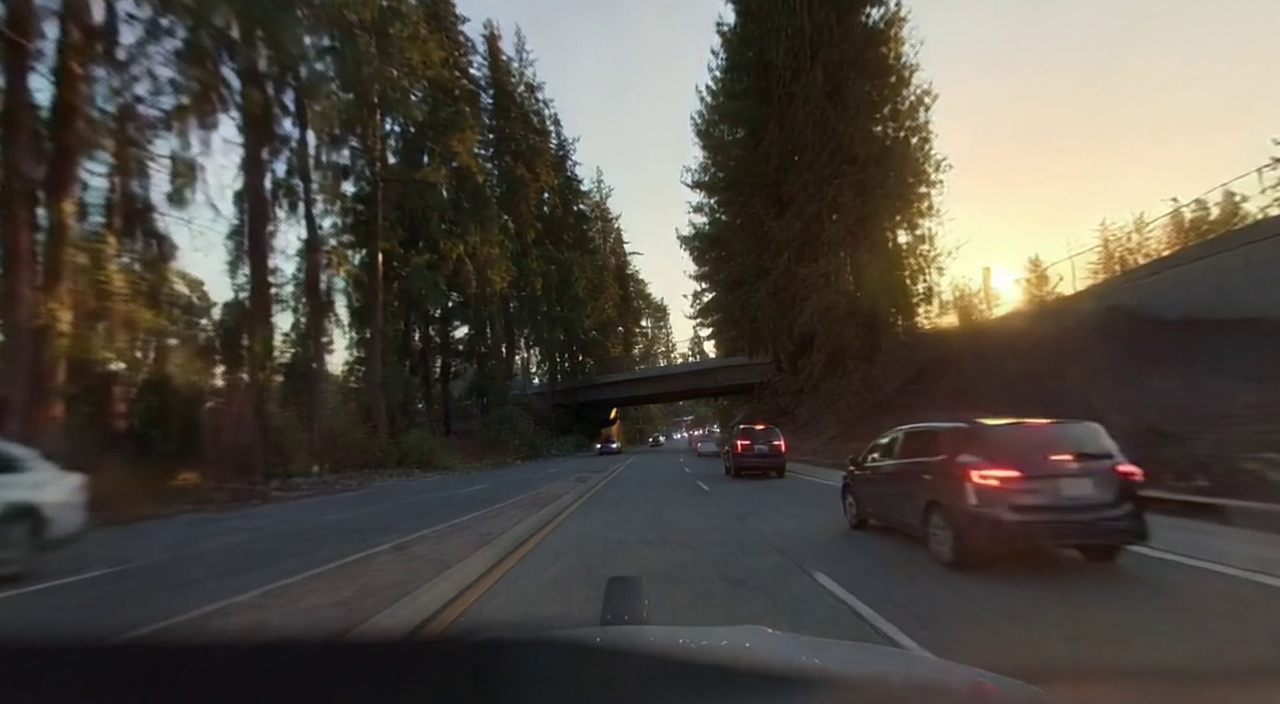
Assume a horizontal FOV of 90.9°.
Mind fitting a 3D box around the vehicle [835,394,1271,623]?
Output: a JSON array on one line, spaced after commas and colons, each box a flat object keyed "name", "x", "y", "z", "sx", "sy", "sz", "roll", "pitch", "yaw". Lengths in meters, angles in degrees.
[{"name": "vehicle", "x": 3.782, "y": 1.494, "z": 6.949, "sx": 1.938, "sy": 1.710, "sz": 4.249, "roll": 0, "pitch": -8, "yaw": 1}]

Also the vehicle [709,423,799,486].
[{"name": "vehicle", "x": 3.866, "y": 3.585, "z": 22.318, "sx": 2.273, "sy": 1.944, "sz": 4.866, "roll": 0, "pitch": -8, "yaw": 0}]

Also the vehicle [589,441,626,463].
[{"name": "vehicle", "x": -2.297, "y": 7.267, "z": 46.070, "sx": 2.009, "sy": 1.527, "sz": 4.119, "roll": -1, "pitch": -8, "yaw": 7}]

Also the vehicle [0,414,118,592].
[{"name": "vehicle", "x": -7.951, "y": 1.458, "z": 5.693, "sx": 2.089, "sy": 1.860, "sz": 4.704, "roll": -1, "pitch": -8, "yaw": 7}]

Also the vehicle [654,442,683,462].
[{"name": "vehicle", "x": 2.259, "y": 7.811, "z": 49.321, "sx": 2.078, "sy": 1.506, "sz": 4.058, "roll": -1, "pitch": -8, "yaw": 5}]
